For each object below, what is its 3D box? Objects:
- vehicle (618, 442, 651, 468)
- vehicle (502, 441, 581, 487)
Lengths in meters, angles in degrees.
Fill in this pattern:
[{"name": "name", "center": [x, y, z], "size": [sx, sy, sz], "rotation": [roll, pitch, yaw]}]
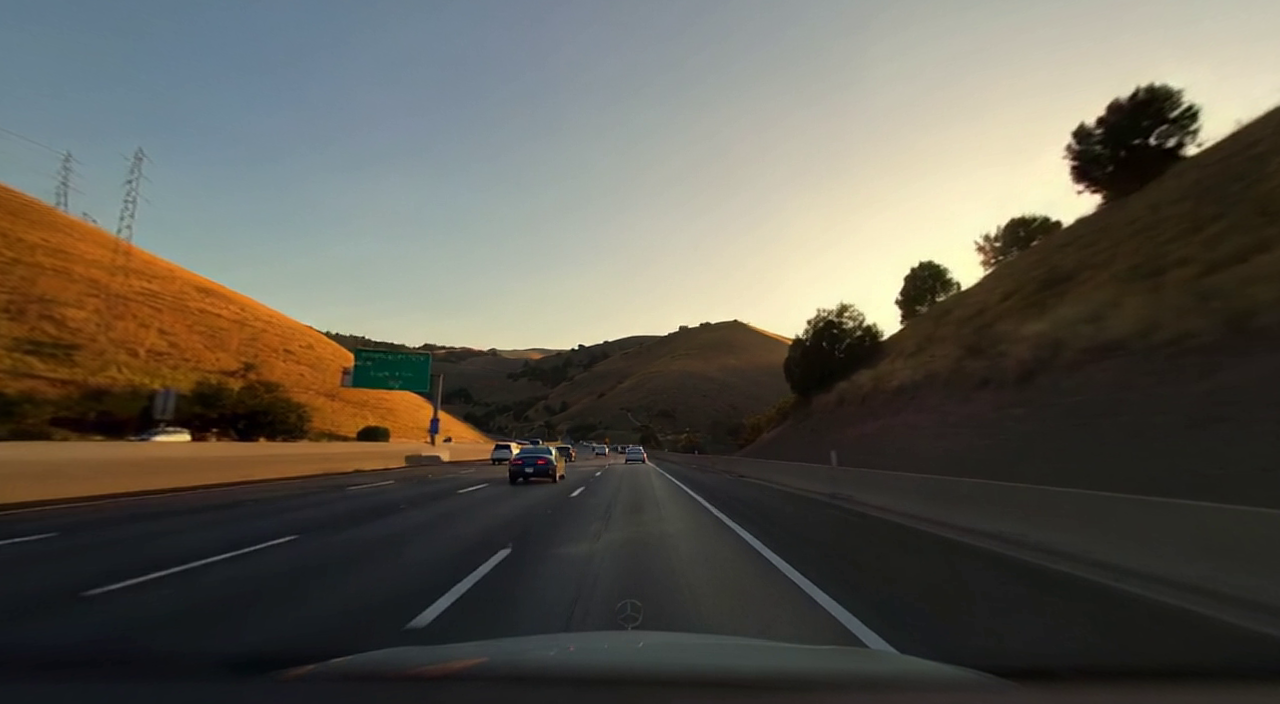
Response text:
[{"name": "vehicle", "center": [-0.398, 6.953, 42.789], "size": [2.138, 1.674, 4.044], "rotation": [0, -8, -1]}, {"name": "vehicle", "center": [-3.531, 4.111, 23.492], "size": [2.080, 1.505, 4.649], "rotation": [-1, -8, 1]}]
